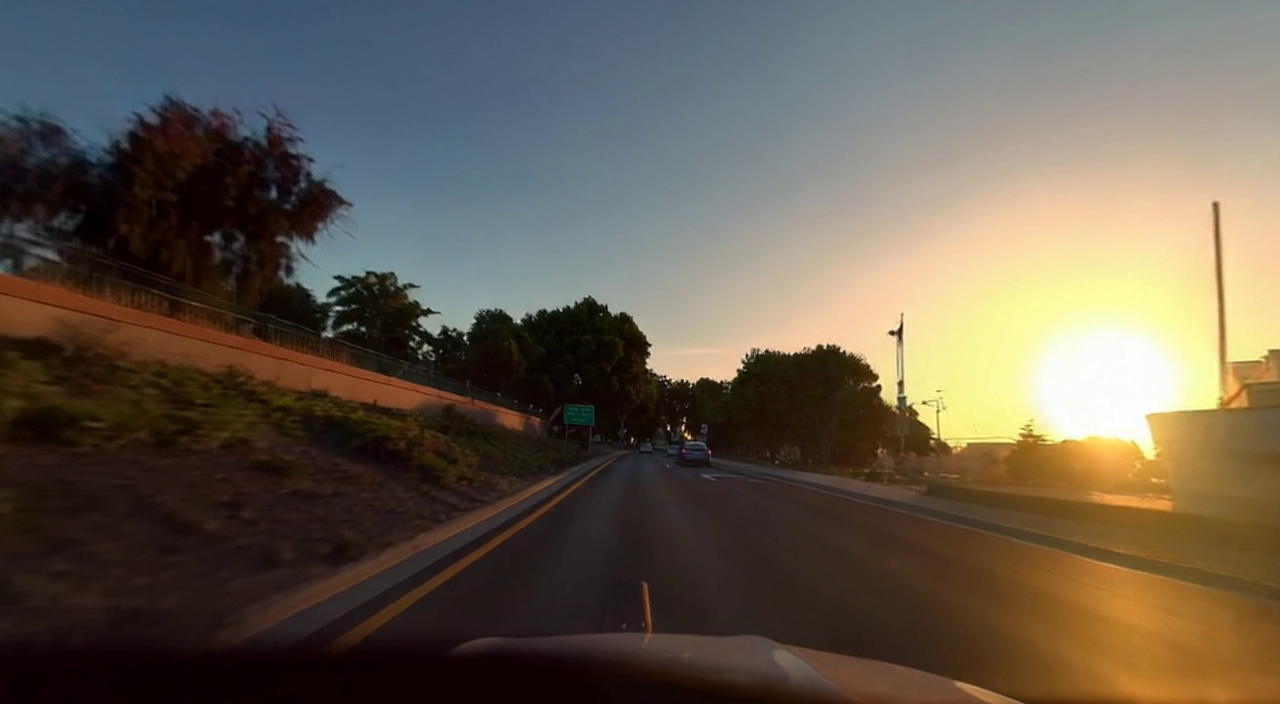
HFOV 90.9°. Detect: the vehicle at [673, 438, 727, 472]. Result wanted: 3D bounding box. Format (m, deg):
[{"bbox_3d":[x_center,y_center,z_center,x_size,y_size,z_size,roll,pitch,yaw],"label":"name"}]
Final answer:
[{"bbox_3d":[2.706,4.764,29.491,1.956,1.473,4.640,0,-8,-1],"label":"vehicle"}]
